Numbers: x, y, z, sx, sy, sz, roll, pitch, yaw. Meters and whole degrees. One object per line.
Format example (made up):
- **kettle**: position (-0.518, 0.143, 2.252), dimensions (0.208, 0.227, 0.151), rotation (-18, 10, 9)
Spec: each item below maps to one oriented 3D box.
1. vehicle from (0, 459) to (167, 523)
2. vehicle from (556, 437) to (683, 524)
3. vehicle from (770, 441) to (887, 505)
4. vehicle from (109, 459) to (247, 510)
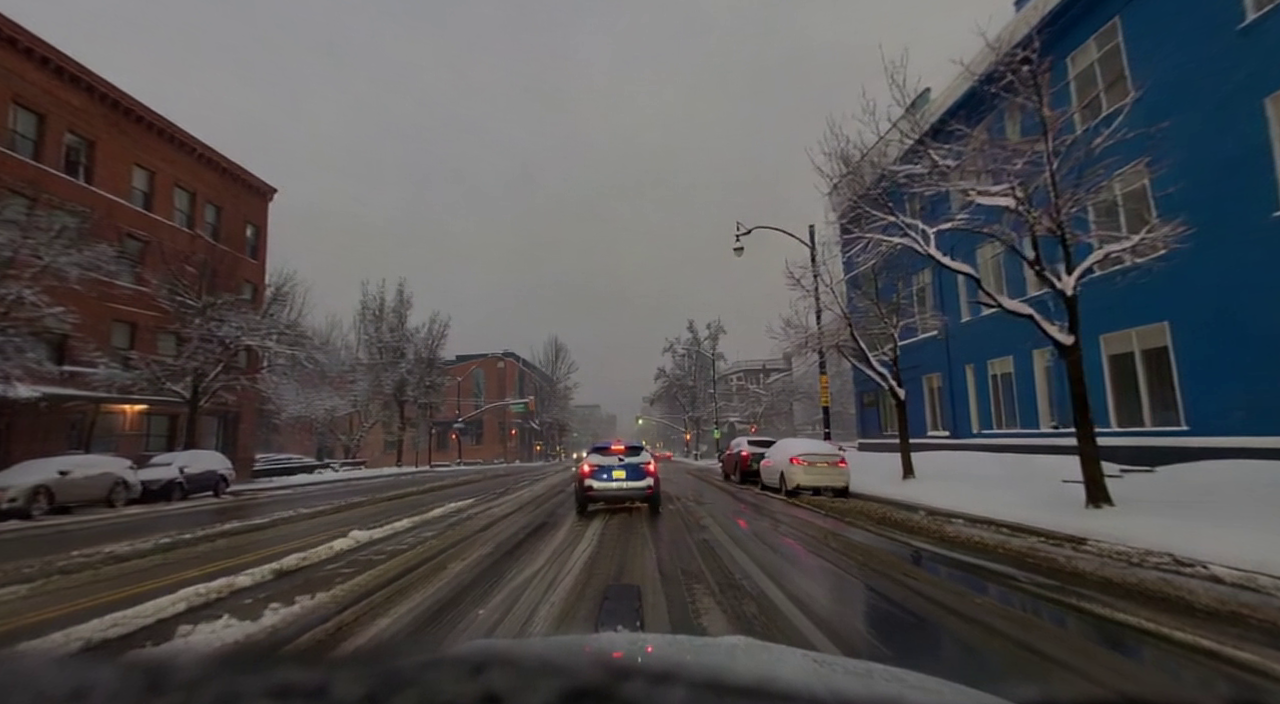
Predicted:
- **vehicle**: position (-17.592, 4.244, 19.734), dimensions (1.909, 1.658, 4.559), rotation (0, -9, 1)
- **vehicle**: position (-0.362, 2.584, 13.217), dimensions (2.230, 1.518, 4.113), rotation (0, -9, 0)
- **vehicle**: position (4.935, 3.206, 17.134), dimensions (1.832, 1.491, 4.054), rotation (1, -9, -1)
- **vehicle**: position (-17.950, 5.143, 24.820), dimensions (2.011, 1.727, 4.449), rotation (1, -9, 0)
